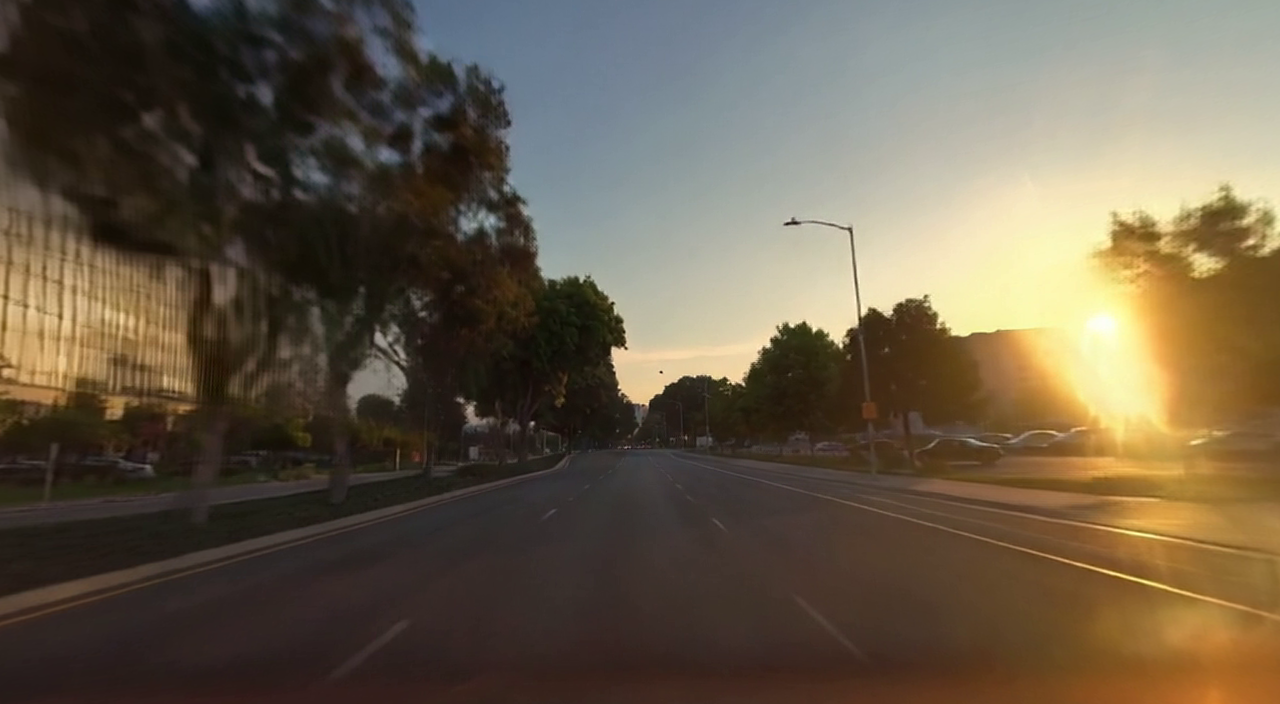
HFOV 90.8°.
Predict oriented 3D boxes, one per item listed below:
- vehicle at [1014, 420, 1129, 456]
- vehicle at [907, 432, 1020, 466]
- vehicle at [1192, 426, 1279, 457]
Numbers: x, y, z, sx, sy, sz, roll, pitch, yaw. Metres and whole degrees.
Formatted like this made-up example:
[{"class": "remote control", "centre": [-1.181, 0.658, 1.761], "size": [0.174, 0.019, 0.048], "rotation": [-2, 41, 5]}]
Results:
[{"class": "vehicle", "centre": [30.017, 5.995, 44.087], "size": [6.323, 2.077, 2.262], "rotation": [-3, -8, -3]}, {"class": "vehicle", "centre": [17.380, 5.222, 34.121], "size": [4.938, 1.729, 2.098], "rotation": [0, -8, -4]}, {"class": "vehicle", "centre": [30.292, 4.411, 31.245], "size": [4.324, 1.472, 1.711], "rotation": [0, -8, -1]}]
